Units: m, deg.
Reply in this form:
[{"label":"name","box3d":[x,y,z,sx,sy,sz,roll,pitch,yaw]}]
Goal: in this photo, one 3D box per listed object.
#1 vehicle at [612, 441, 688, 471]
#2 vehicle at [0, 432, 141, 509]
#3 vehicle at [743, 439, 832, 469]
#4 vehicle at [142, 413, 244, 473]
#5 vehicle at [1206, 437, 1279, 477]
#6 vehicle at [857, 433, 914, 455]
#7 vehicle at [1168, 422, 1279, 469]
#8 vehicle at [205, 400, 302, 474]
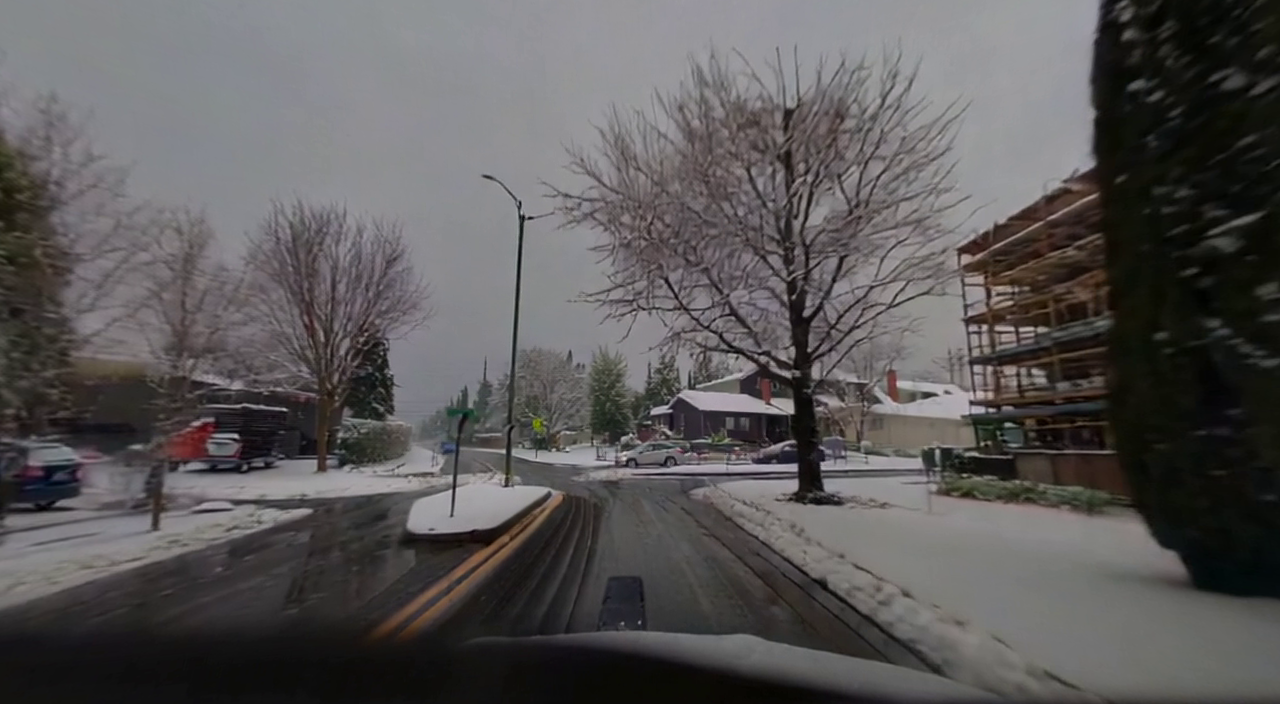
[{"label":"vehicle","box3d":[0.505,5.616,34.268,3.772,1.531,1.949,1,-9,-10]},{"label":"vehicle","box3d":[-14.277,2.757,14.764,1.871,1.568,4.420,-1,-9,-6]},{"label":"vehicle","box3d":[8.125,5.664,35.037,4.378,1.543,2.080,0,-9,-1]},{"label":"vehicle","box3d":[-23.237,4.775,33.053,2.207,2.862,4.908,1,-9,-9]},{"label":"vehicle","box3d":[25.319,4.175,25.282,1.888,1.485,4.798,-3,-9,17]},{"label":"vehicle","box3d":[19.286,7.235,49.513,4.073,1.482,1.825,1,-10,-28]},{"label":"vehicle","box3d":[32.806,5.216,35.305,4.274,2.476,2.103,-1,-8,5]},{"label":"vehicle","box3d":[-20.538,4.457,33.862,2.438,3.594,5.582,2,-6,-11]}]
